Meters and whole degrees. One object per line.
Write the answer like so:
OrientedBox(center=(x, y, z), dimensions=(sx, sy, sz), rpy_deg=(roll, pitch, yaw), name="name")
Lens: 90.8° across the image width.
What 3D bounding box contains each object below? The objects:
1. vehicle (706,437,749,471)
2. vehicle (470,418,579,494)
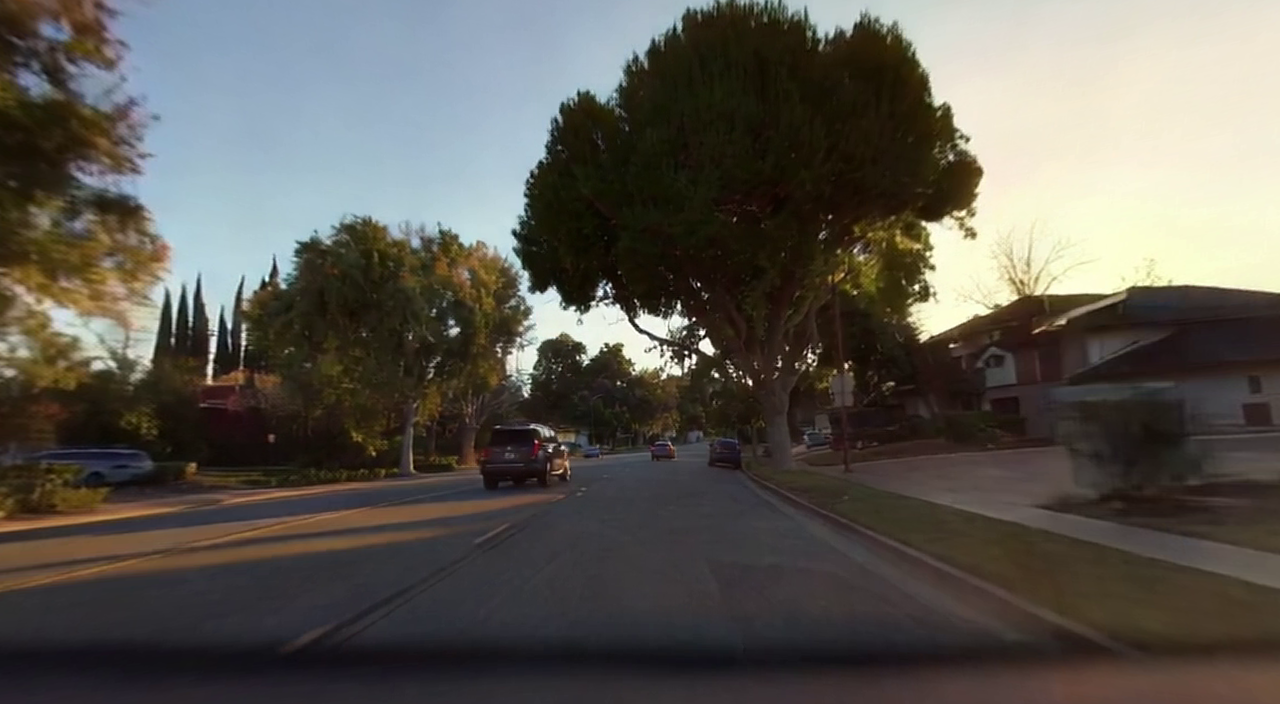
OrientedBox(center=(4.641, 5.392, 33.598), dimensions=(2.040, 1.643, 4.446), rpy_deg=(-1, -9, 8), name="vehicle")
OrientedBox(center=(-3.457, 3.259, 20.154), dimensions=(2.085, 2.084, 5.133), rpy_deg=(-1, -8, 5), name="vehicle")
